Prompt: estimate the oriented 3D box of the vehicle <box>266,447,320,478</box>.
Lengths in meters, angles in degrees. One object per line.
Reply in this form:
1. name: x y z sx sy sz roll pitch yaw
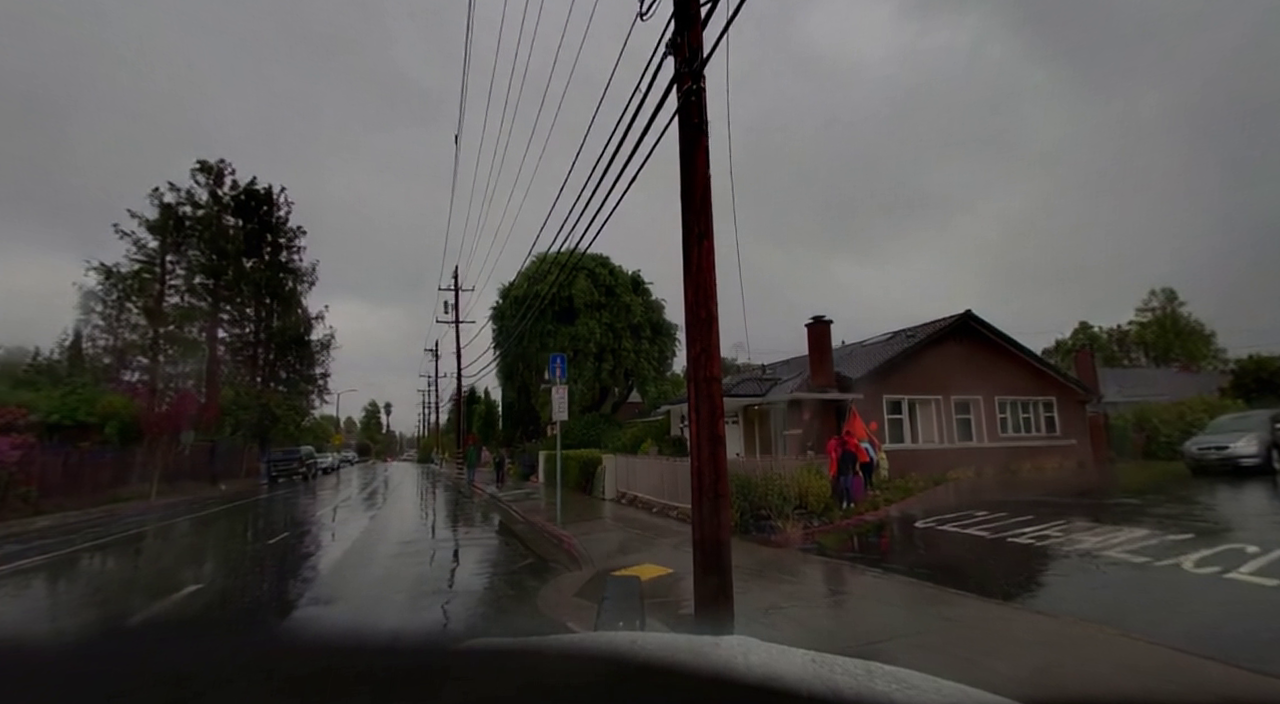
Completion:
1. vehicle: -22.043 6.979 40.332 2.203 1.787 4.704 3 -9 -19
